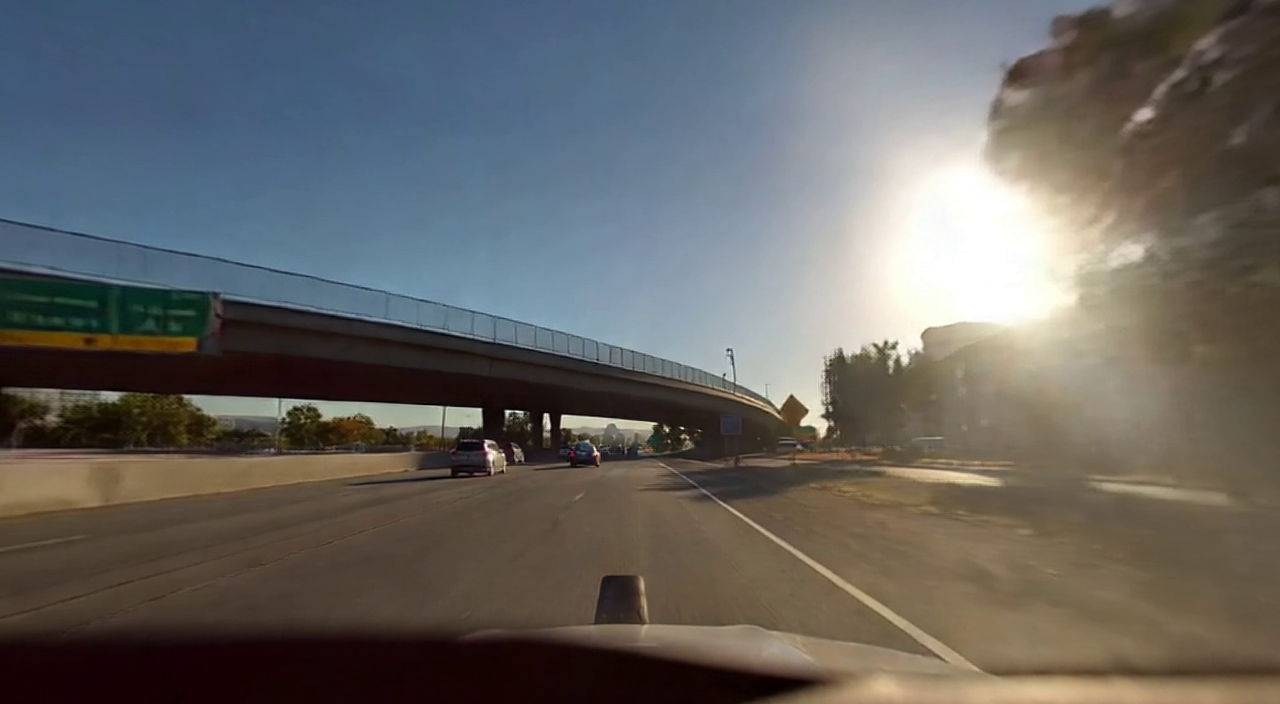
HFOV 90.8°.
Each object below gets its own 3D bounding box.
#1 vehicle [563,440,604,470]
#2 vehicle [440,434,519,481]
[{"bbox_3d":[-3.303,6.129,37.864,2.027,1.697,4.307,0,-8,0],"label":"vehicle"},{"bbox_3d":[-6.602,4.401,26.616,2.015,1.762,4.790,0,-9,1],"label":"vehicle"}]
